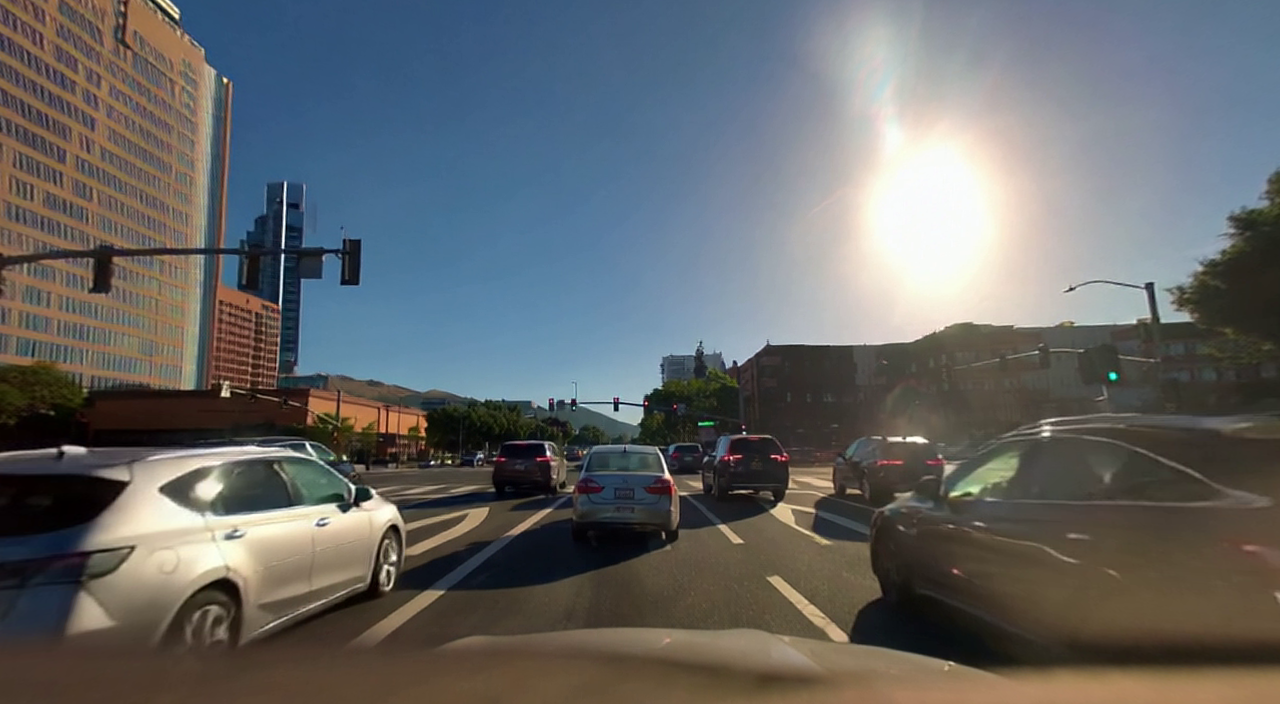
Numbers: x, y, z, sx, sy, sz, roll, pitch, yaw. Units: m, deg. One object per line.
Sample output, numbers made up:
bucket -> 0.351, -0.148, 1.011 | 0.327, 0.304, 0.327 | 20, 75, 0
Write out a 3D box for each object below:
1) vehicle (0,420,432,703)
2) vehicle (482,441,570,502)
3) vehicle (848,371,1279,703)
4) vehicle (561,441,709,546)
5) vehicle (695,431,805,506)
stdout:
vehicle -> -3.267, 1.317, 4.507 | 2.045, 1.463, 4.490 | 0, -8, 0
vehicle -> -3.479, 3.720, 20.139 | 2.033, 1.714, 4.278 | 0, -8, -1
vehicle -> 3.047, 1.073, 3.544 | 1.996, 1.566, 4.917 | 0, -8, -1
vehicle -> -0.115, 2.315, 11.029 | 2.098, 1.461, 3.958 | 0, -8, -1
vehicle -> 2.847, 3.153, 17.530 | 2.138, 1.778, 4.422 | 0, -8, -1
